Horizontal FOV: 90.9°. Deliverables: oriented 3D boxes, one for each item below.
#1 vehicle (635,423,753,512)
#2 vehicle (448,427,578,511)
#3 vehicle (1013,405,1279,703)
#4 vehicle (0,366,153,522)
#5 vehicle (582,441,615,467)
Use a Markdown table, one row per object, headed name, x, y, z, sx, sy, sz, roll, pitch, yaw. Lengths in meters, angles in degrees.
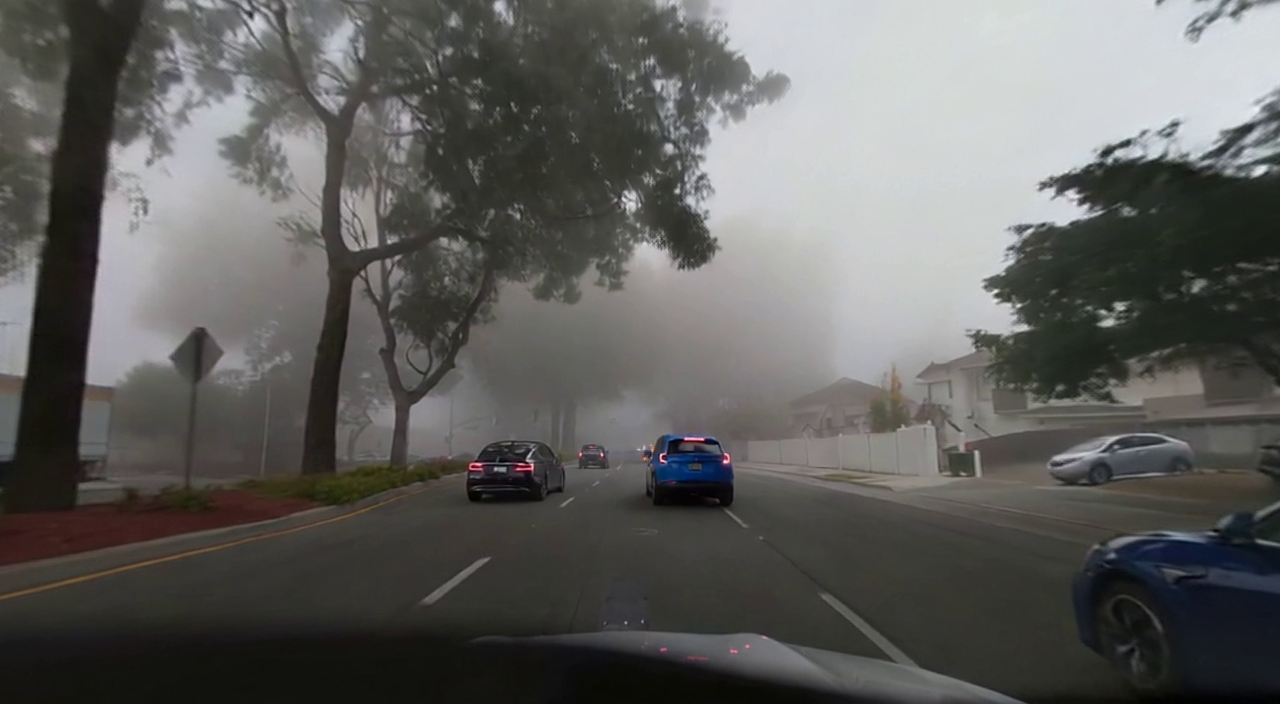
| name | x | y | z | sx | sy | sz | roll | pitch | yaw |
| --- | --- | --- | --- | --- | --- | --- | --- | --- | --- |
| vehicle | 1.062 | 2.660 | 14.859 | 2.280 | 1.747 | 4.361 | 1 | -9 | -2 |
| vehicle | -2.802 | 2.736 | 15.128 | 2.043 | 1.687 | 4.676 | 0 | -9 | 1 |
| vehicle | 3.580 | 0.887 | 1.999 | 2.017 | 1.491 | 4.611 | 0 | -9 | 1 |
| vehicle | -15.123 | 1.789 | 12.351 | 2.901 | 3.276 | 9.720 | 0 | -9 | 3 |
| vehicle | -2.880 | 7.205 | 44.513 | 2.014 | 1.755 | 4.360 | 0 | -9 | 1 |
